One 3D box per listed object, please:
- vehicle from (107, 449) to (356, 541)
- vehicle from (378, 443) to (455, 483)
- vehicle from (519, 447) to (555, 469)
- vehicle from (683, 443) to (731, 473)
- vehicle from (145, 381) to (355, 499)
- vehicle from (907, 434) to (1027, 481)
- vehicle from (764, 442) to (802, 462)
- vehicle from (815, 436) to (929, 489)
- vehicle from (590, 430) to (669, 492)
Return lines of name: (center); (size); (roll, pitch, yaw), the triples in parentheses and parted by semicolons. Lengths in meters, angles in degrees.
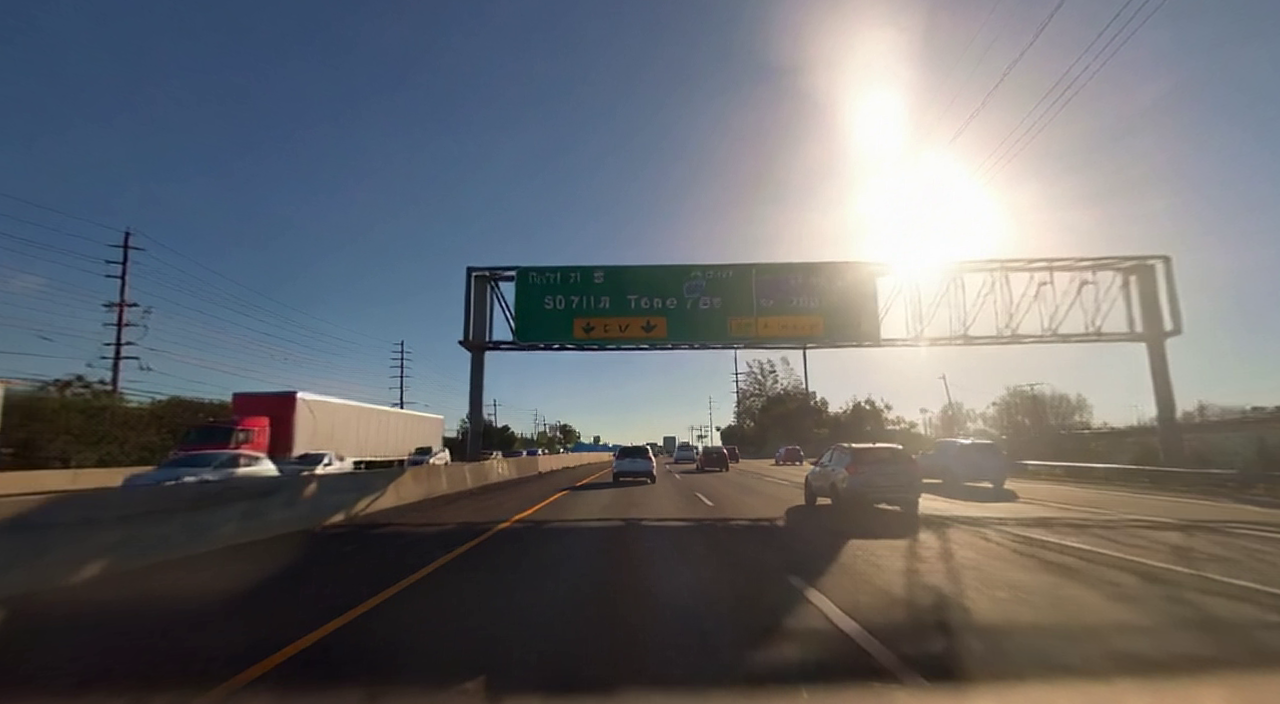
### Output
vehicle: (-7.672, 2.675, 12.574); (1.897, 1.470, 4.474); (0, -9, 1)
vehicle: (-11.470, 5.708, 32.821); (2.102, 1.874, 5.112); (0, -9, 0)
vehicle: (-7.745, 8.016, 47.871); (2.011, 1.598, 4.342); (0, -9, 0)
vehicle: (3.488, 5.636, 33.861); (1.934, 1.461, 4.368); (0, -9, -2)
vehicle: (-15.010, 3.568, 25.444); (3.032, 3.968, 8.215); (0, -9, 0)
vehicle: (11.381, 3.692, 22.380); (1.944, 1.505, 4.138); (0, -9, -1)
vehicle: (11.074, 7.767, 49.188); (1.901, 1.485, 4.483); (0, -9, -1)
vehicle: (7.145, 3.442, 20.001); (1.958, 1.473, 4.201); (0, -9, -1)
vehicle: (-0.311, 3.531, 20.801); (2.298, 1.809, 4.359); (0, -9, 0)
